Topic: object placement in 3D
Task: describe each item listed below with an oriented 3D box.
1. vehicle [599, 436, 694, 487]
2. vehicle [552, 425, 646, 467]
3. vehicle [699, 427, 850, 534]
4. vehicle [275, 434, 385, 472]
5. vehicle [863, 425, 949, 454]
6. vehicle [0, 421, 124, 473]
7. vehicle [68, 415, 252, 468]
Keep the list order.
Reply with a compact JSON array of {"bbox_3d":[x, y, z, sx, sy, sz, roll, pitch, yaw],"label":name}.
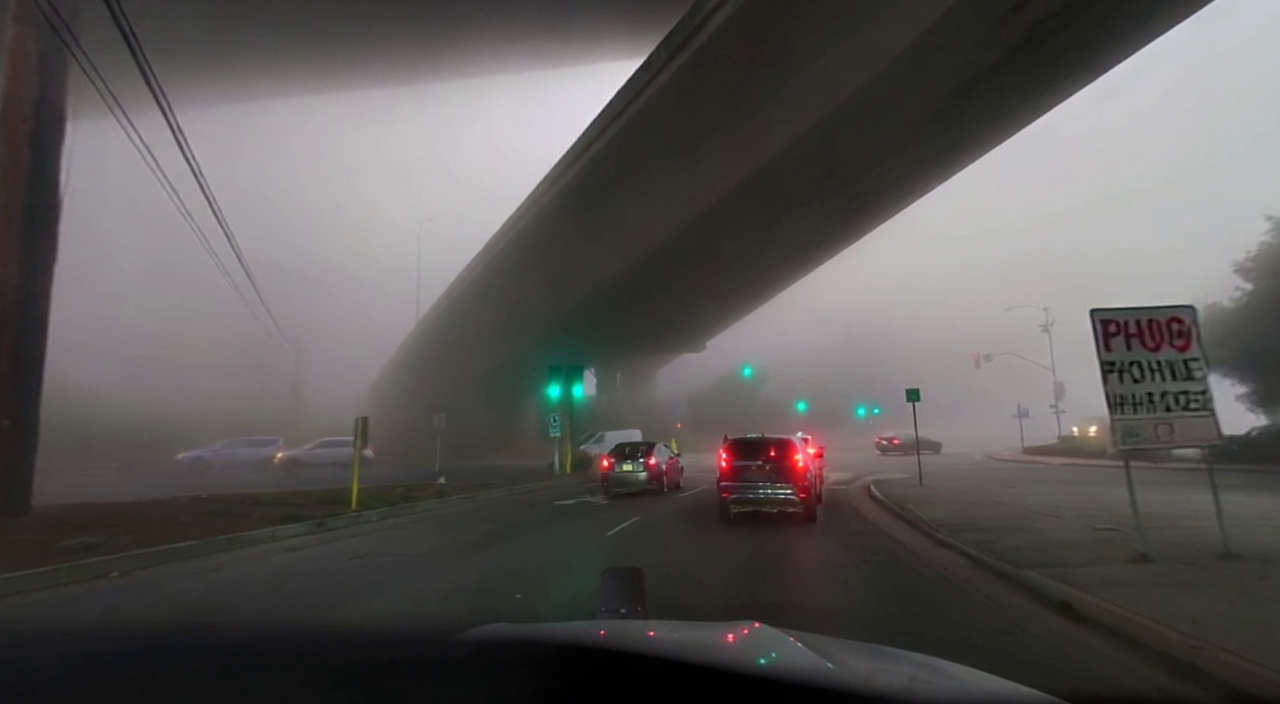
[{"bbox_3d":[0.374,3.694,21.624,2.214,1.519,4.704,-2,-9,13],"label":"vehicle"},{"bbox_3d":[-2.124,4.740,31.642,2.175,1.930,4.761,8,-12,-42],"label":"vehicle"},{"bbox_3d":[2.400,2.254,11.701,2.195,1.571,4.353,-2,-9,10],"label":"vehicle"},{"bbox_3d":[-16.317,5.326,33.449,4.827,1.885,2.008,2,-9,-14],"label":"vehicle"},{"bbox_3d":[15.719,5.194,37.244,4.755,1.623,2.290,5,-10,-32],"label":"vehicle"},{"bbox_3d":[-44.913,6.844,45.454,2.989,3.604,11.471,-4,-10,26],"label":"vehicle"},{"bbox_3d":[-36.174,6.884,48.376,3.014,3.603,10.845,-4,-9,24],"label":"vehicle"}]
